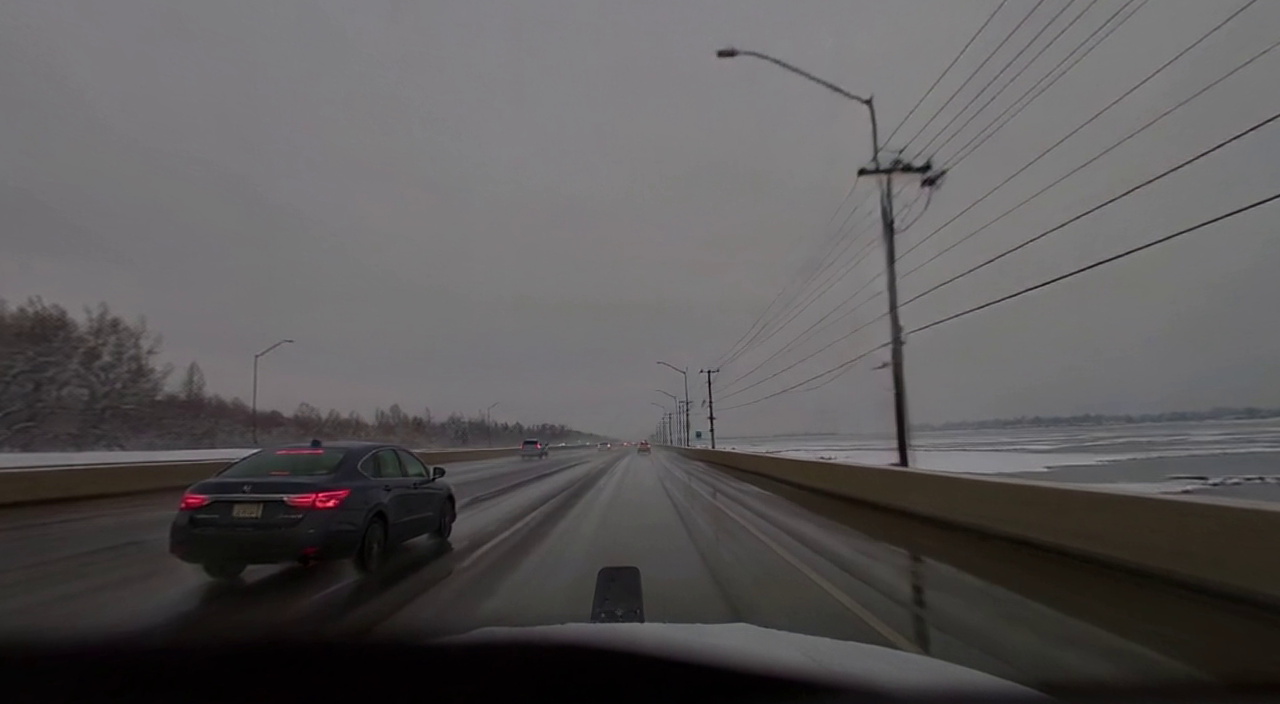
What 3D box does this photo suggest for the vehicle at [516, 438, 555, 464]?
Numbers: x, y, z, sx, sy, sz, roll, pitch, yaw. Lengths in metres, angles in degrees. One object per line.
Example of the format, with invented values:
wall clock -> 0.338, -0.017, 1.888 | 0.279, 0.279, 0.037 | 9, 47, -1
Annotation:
vehicle -> -7.405, 7.053, 45.155 | 2.050, 1.717, 4.418 | 0, -8, 0

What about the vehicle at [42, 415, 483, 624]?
vehicle -> -3.316, 1.549, 6.887 | 2.015, 1.501, 4.454 | 0, -8, 1
